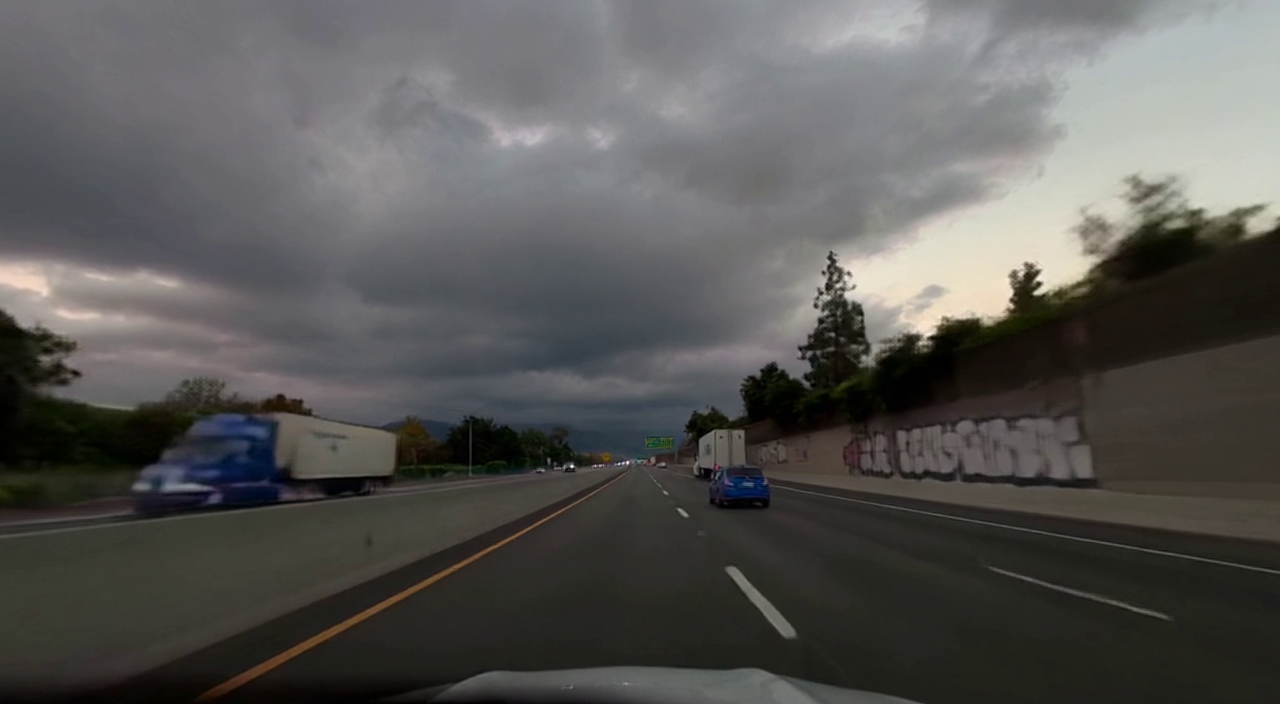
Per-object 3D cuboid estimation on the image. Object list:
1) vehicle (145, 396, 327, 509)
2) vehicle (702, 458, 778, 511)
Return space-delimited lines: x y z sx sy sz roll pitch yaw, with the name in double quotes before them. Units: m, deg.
"vehicle" -16.503 4.268 26.520 2.937 4.102 6.574 1 -10 1
"vehicle" 3.273 4.417 21.297 2.011 1.574 3.512 1 -10 0
